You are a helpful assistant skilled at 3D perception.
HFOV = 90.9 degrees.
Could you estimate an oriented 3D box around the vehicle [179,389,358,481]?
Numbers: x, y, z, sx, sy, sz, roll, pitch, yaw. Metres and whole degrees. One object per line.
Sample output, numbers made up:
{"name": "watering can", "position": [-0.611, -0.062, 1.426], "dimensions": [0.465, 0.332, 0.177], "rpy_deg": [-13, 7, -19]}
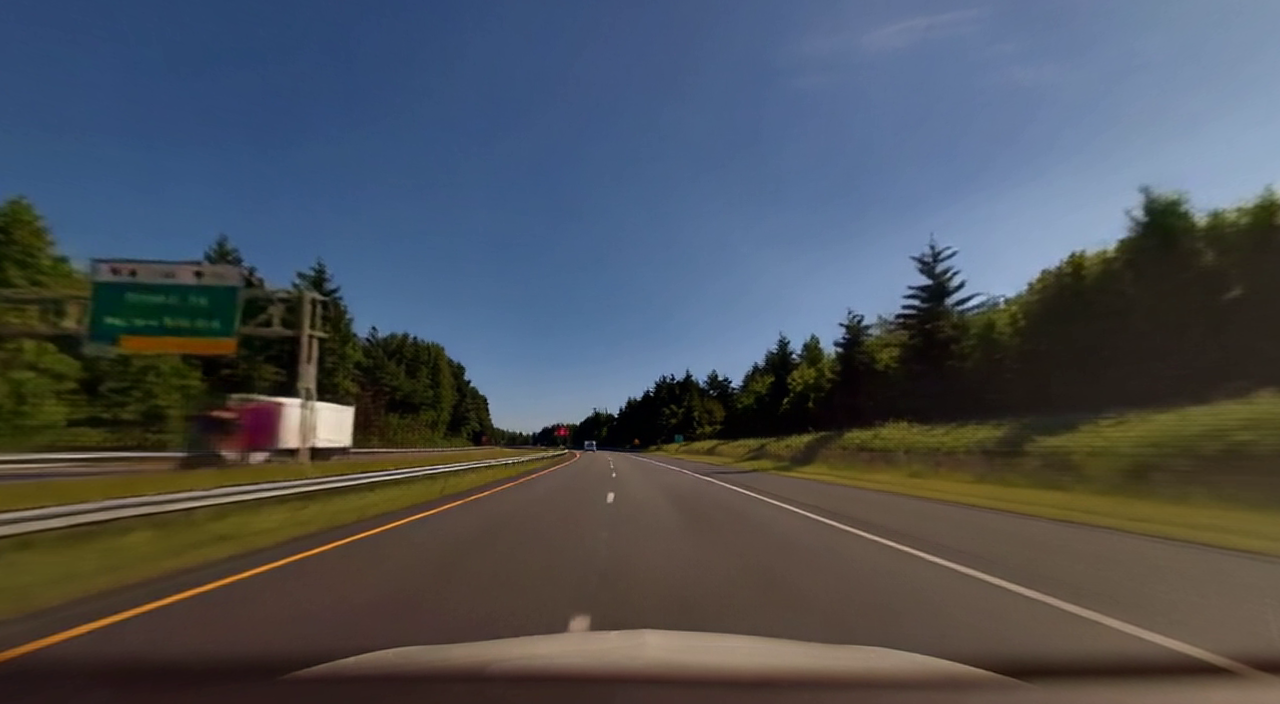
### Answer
{"name": "vehicle", "position": [-15.936, 3.807, 28.131], "dimensions": [2.717, 3.464, 8.722], "rpy_deg": [0, -9, -1]}
